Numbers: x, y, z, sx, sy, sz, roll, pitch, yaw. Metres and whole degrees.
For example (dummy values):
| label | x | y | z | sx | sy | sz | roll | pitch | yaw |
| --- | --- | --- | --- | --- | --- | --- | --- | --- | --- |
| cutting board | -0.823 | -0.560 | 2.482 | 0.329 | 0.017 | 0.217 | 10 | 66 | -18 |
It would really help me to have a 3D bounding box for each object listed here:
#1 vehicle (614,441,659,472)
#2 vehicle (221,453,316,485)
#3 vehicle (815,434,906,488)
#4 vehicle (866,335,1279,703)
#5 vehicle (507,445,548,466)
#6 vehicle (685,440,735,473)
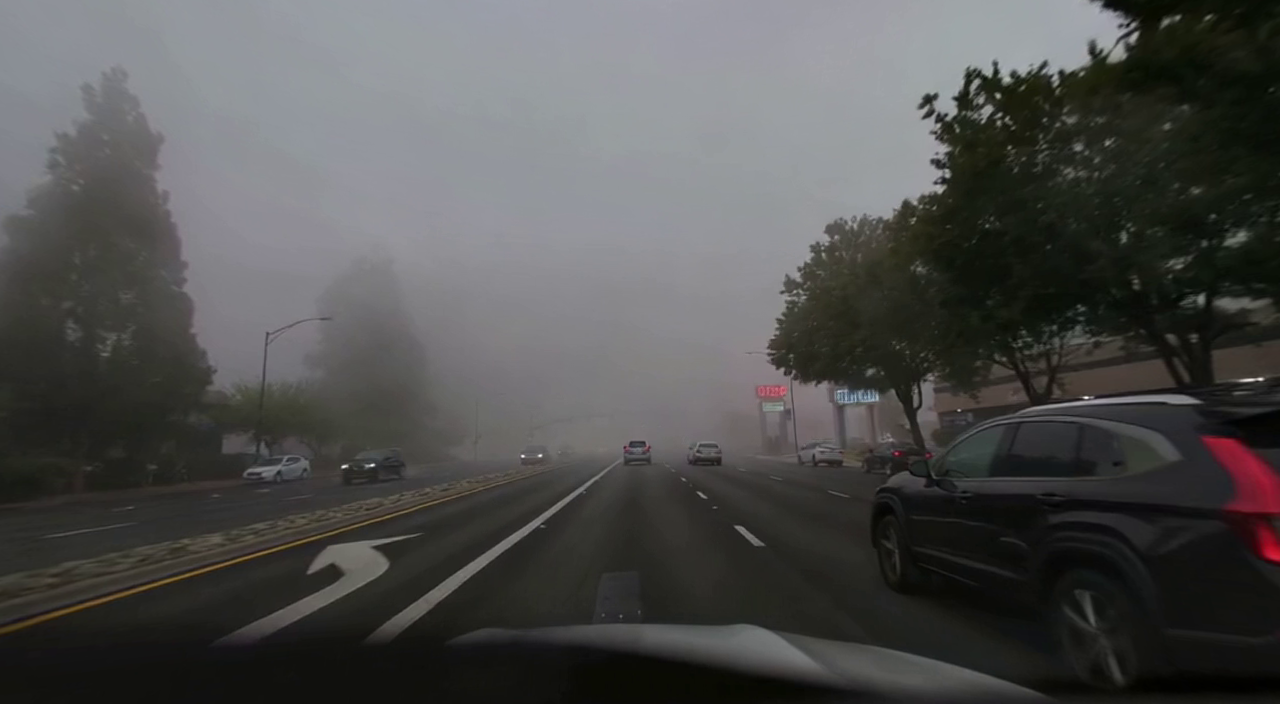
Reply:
| label | x | y | z | sx | sy | sz | roll | pitch | yaw |
| --- | --- | --- | --- | --- | --- | --- | --- | --- | --- |
| vehicle | -0.190 | 5.278 | 32.044 | 2.135 | 1.468 | 4.076 | 0 | -8 | 0 |
| vehicle | -20.086 | 6.332 | 34.511 | 2.201 | 1.561 | 5.095 | 0 | -8 | -1 |
| vehicle | 7.719 | 3.833 | 22.661 | 2.444 | 1.700 | 4.771 | -2 | -9 | 12 |
| vehicle | 3.102 | 0.979 | 3.491 | 2.022 | 1.643 | 4.326 | 0 | -8 | -1 |
| vehicle | -8.205 | 7.583 | 46.500 | 2.062 | 1.499 | 4.528 | 0 | -8 | 1 |
| vehicle | 3.352 | 5.119 | 31.140 | 1.889 | 1.473 | 4.303 | 0 | -8 | -1 |
